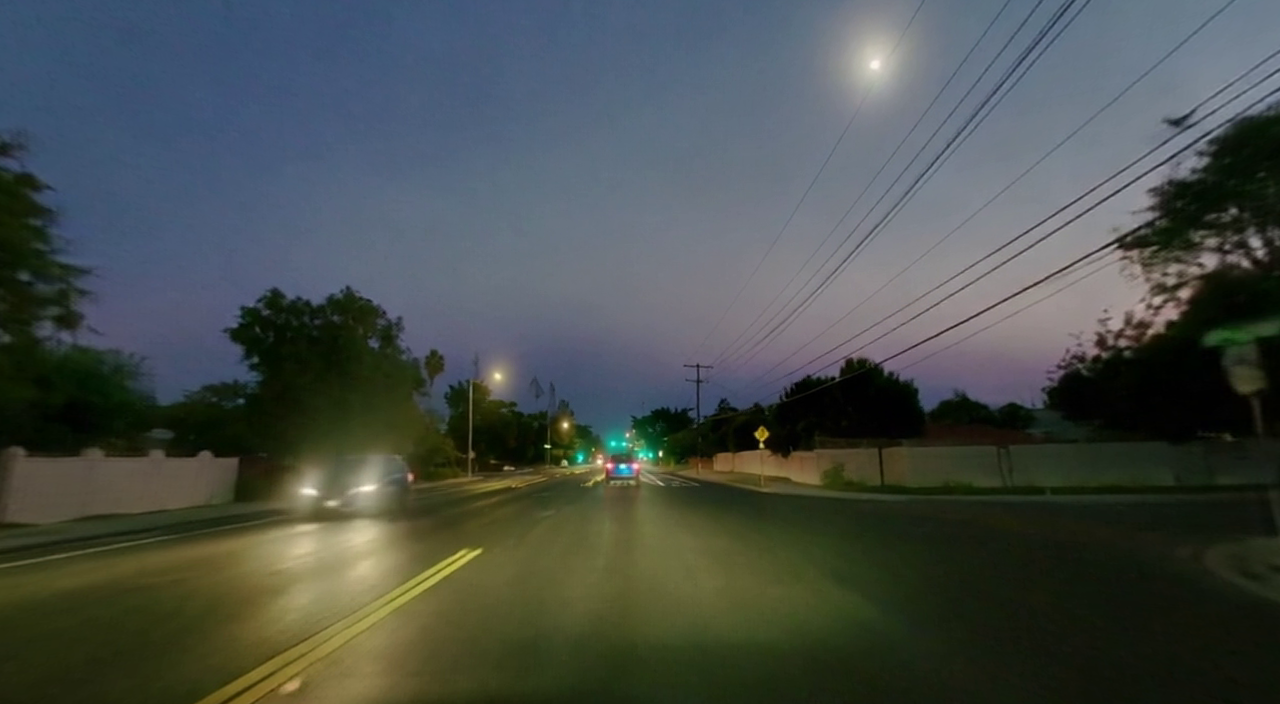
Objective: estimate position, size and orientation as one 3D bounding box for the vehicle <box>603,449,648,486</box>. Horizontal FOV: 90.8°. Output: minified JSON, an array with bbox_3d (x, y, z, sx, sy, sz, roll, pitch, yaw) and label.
[{"bbox_3d":[-0.779,5.802,31.946,2.139,1.699,3.916,0,-8,-3],"label":"vehicle"}]

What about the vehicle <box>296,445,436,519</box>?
[{"bbox_3d":[-7.293,3.446,17.373,2.046,1.730,4.310,0,-8,-3],"label":"vehicle"}]
